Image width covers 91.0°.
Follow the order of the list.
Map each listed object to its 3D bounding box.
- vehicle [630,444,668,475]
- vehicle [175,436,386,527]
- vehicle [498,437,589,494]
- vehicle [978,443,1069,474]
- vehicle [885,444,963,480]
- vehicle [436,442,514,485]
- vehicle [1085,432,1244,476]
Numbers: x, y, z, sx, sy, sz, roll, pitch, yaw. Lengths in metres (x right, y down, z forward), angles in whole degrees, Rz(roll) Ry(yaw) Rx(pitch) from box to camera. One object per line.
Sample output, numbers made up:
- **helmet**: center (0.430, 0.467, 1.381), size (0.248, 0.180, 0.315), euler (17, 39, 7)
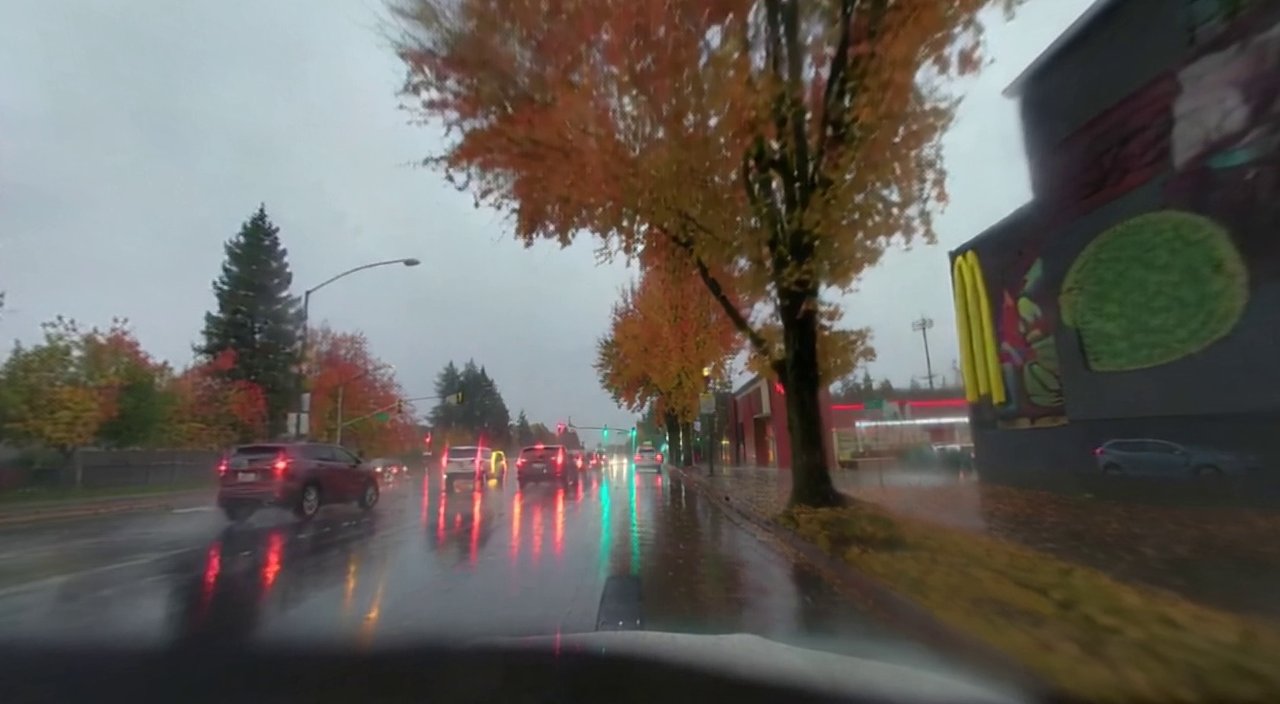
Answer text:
- **vehicle**: center (0.537, 6.406, 37.718), size (2.144, 1.704, 4.028), euler (0, -9, 0)
- **vehicle**: center (-7.323, 2.649, 13.465), size (1.932, 1.596, 4.247), euler (0, -9, 1)
- **vehicle**: center (-3.048, 3.729, 21.007), size (2.165, 1.663, 4.513), euler (0, -9, 2)
- **vehicle**: center (20.006, 5.570, 33.139), size (1.938, 1.490, 4.750), euler (0, -9, 2)
- **vehicle**: center (14.193, 5.510, 31.827), size (1.963, 1.703, 4.447), euler (0, -9, 2)
- **vehicle**: center (-7.131, 4.851, 27.741), size (2.069, 1.719, 4.441), euler (0, -9, 2)
- **vehicle**: center (20.204, 3.953, 24.561), size (1.899, 1.521, 4.410), euler (2, -9, -13)
